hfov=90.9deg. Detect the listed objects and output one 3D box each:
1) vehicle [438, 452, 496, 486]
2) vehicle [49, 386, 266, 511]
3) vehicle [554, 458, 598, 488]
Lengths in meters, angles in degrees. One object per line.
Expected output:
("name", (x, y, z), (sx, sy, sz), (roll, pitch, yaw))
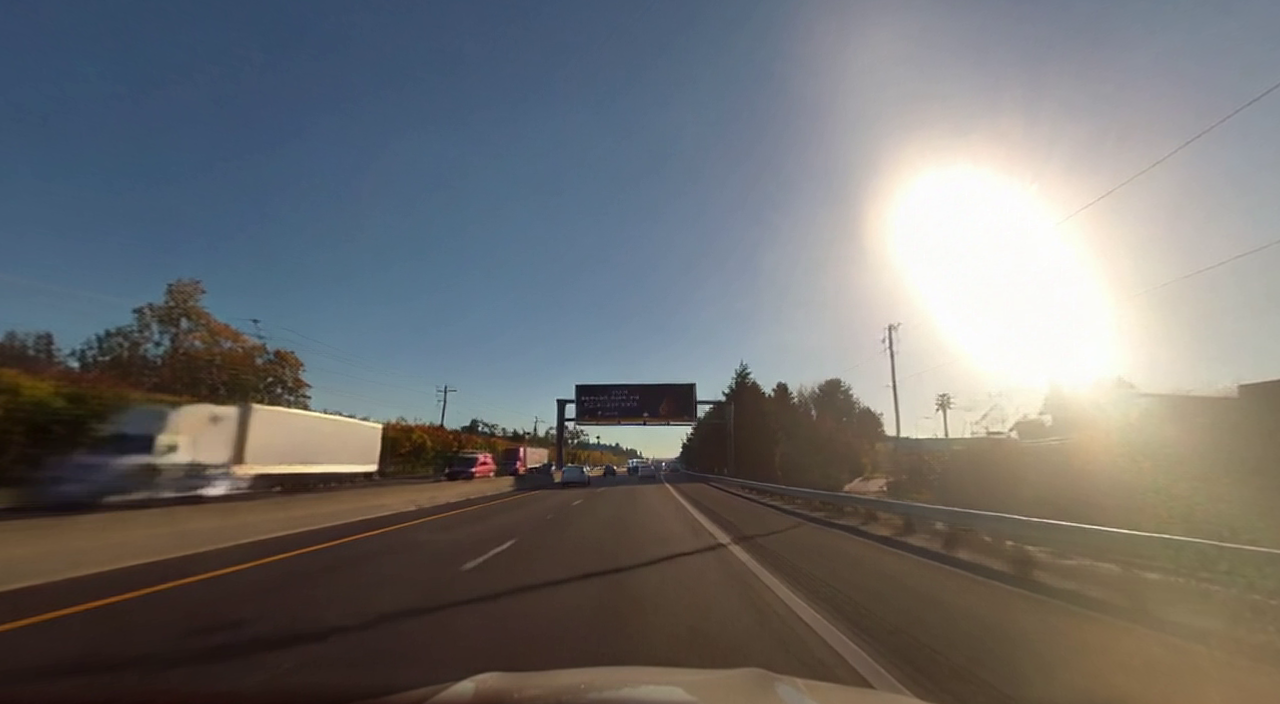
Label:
("vehicle", (-12.114, 8.255, 44.514), (2.282, 2.189, 5.633), (1, -10, 2))
("vehicle", (-17.232, 3.611, 23.213), (3.027, 3.952, 5.790), (1, -10, 1))
("vehicle", (-3.970, 7.689, 40.012), (2.160, 1.721, 4.368), (1, -10, 2))
